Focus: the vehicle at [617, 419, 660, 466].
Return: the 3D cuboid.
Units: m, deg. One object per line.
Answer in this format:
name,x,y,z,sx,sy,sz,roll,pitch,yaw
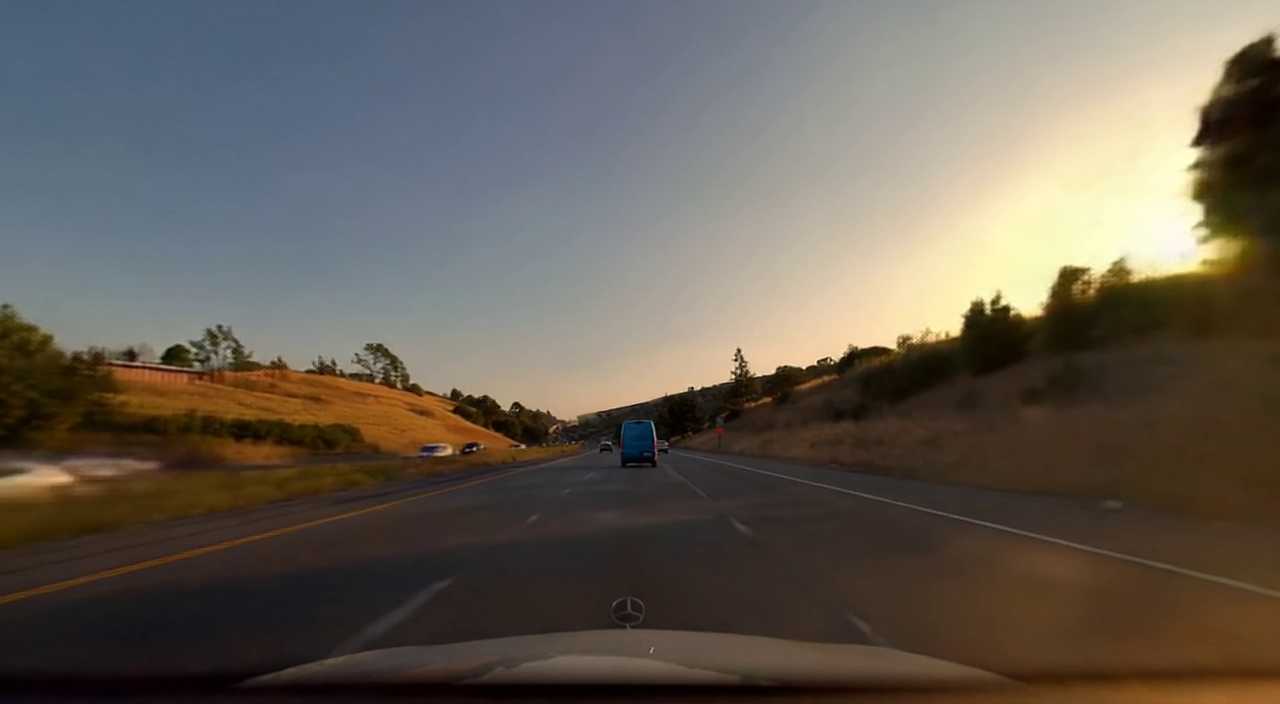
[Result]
vehicle,-0.102,5.265,36.544,2.329,2.483,5.428,0,-8,0
